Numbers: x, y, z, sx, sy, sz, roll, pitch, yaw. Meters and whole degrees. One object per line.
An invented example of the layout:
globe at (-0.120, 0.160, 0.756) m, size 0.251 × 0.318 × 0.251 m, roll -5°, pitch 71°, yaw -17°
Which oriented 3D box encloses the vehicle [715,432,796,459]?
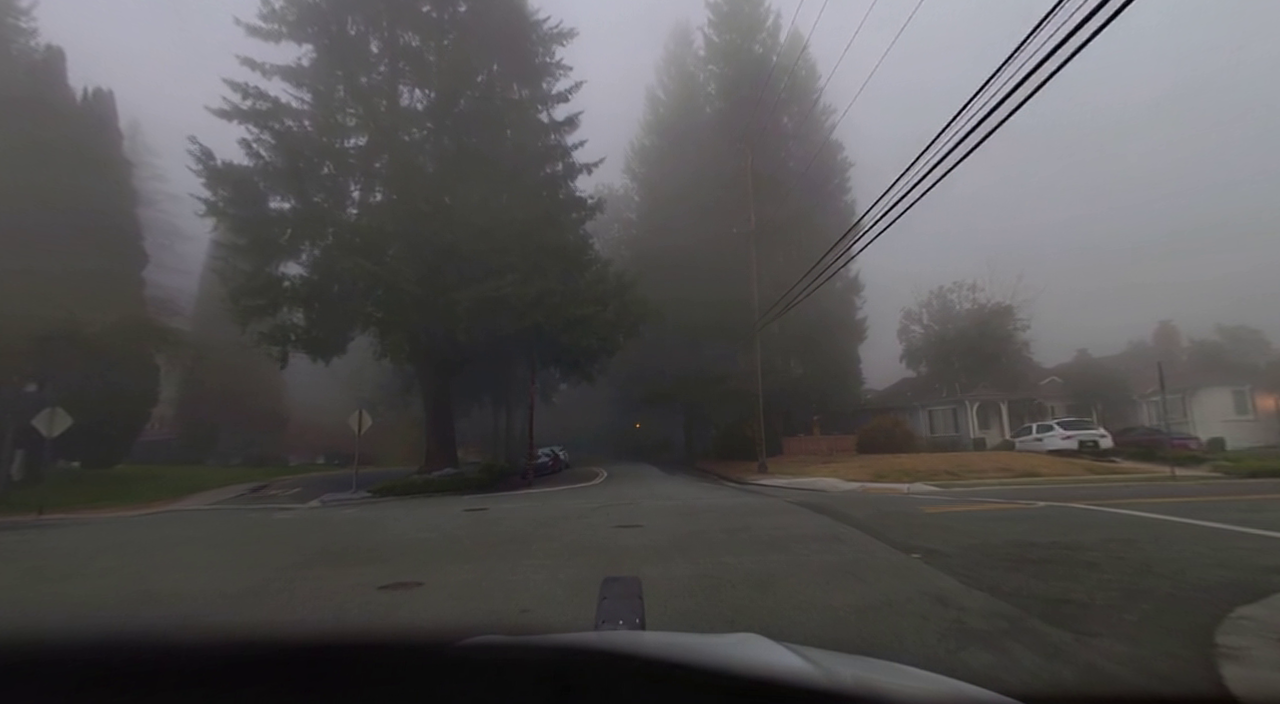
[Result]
vehicle at (7.388, 6.020, 40.705) m, size 4.784 × 1.647 × 1.947 m, roll 0°, pitch -8°, yaw -5°
